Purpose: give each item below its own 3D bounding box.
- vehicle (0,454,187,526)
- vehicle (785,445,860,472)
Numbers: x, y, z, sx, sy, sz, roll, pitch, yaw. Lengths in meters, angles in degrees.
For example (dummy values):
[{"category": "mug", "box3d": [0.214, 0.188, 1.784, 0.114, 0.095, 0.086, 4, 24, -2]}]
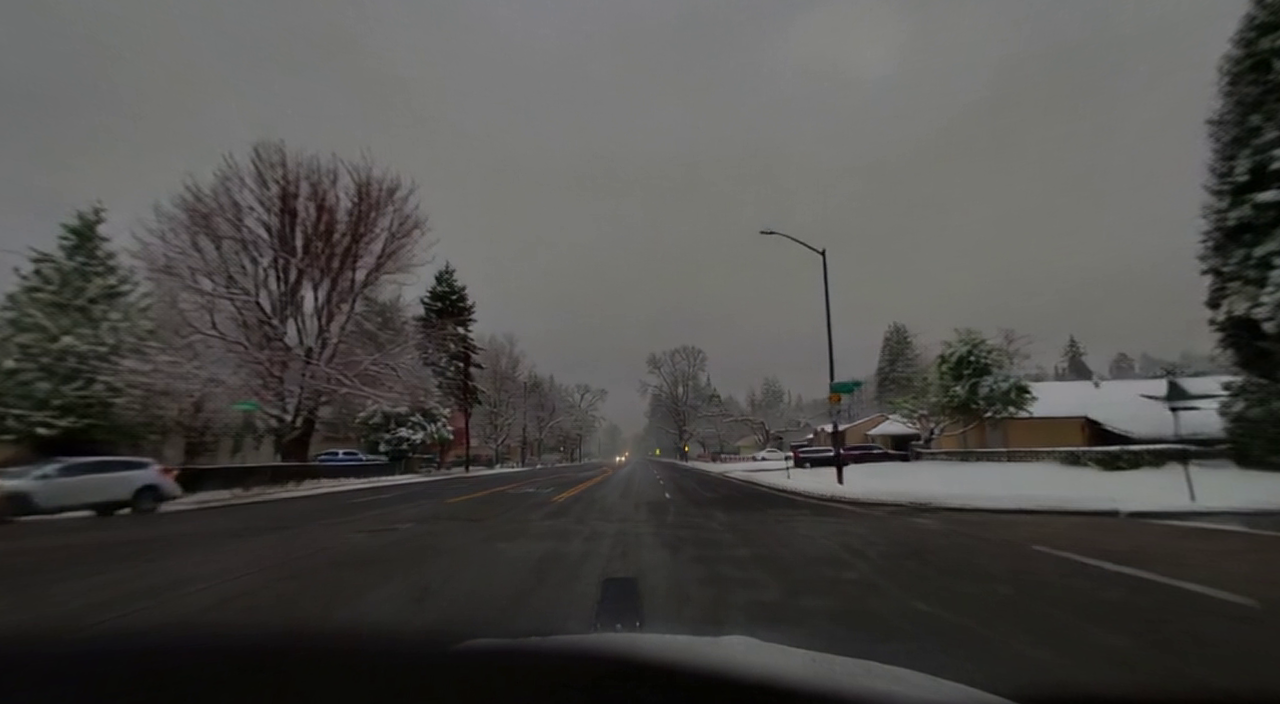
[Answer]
[{"category": "vehicle", "box3d": [-14.792, 3.431, 16.118, 2.064, 1.596, 4.716, -6, -11, 33]}, {"category": "vehicle", "box3d": [13.135, 7.700, 45.797, 4.912, 1.895, 2.047, -1, -9, 7]}]
